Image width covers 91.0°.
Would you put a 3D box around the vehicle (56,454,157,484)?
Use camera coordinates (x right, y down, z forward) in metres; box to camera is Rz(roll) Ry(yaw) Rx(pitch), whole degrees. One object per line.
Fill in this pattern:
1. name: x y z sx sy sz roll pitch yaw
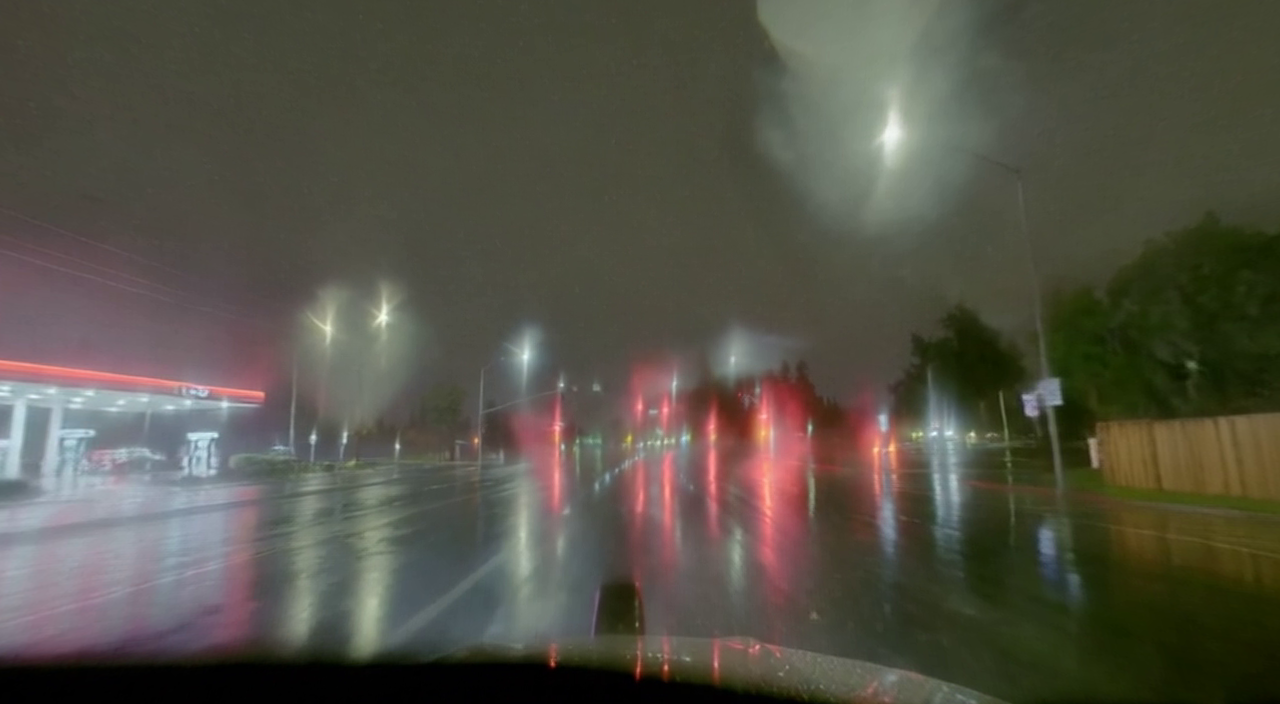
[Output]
1. vehicle: -34.219 7.452 40.487 1.992 1.721 4.570 -7 -11 39
